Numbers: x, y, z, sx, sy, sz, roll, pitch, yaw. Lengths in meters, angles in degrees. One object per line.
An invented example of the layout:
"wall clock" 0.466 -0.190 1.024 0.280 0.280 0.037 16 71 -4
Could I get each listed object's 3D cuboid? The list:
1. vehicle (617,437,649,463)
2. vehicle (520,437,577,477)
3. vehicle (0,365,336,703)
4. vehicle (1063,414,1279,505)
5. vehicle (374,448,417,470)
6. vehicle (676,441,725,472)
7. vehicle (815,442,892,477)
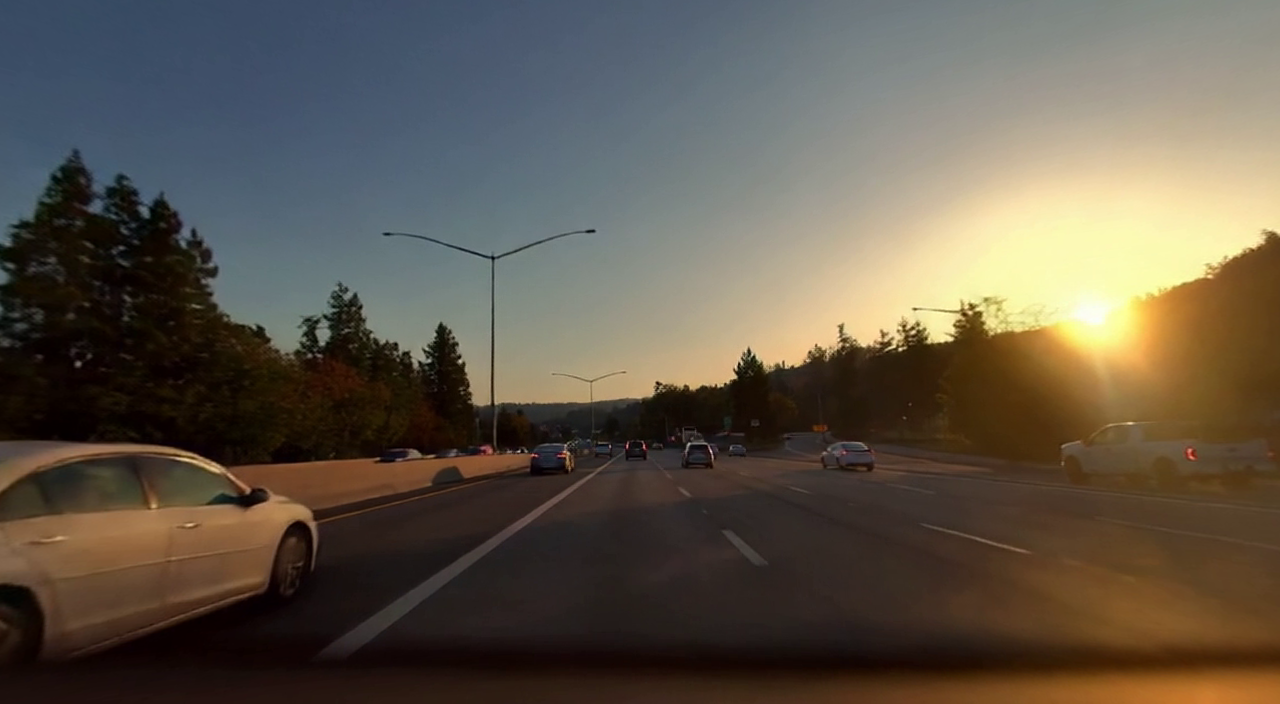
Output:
"vehicle" -0.516 7.119 46.023 2.192 1.813 4.864 0 -8 -1
"vehicle" -4.046 4.729 28.663 1.992 1.651 4.185 0 -8 -1
"vehicle" -3.612 0.974 3.078 2.119 1.654 4.353 0 -8 -1
"vehicle" 12.908 2.517 15.141 2.076 1.799 4.871 0 -8 -1
"vehicle" -16.597 7.236 42.968 1.533 1.384 3.386 0 -8 0
"vehicle" 3.057 5.375 32.823 2.007 1.469 4.337 0 -8 -2
"vehicle" 9.366 4.736 28.063 1.910 1.384 3.867 1 -8 -3
